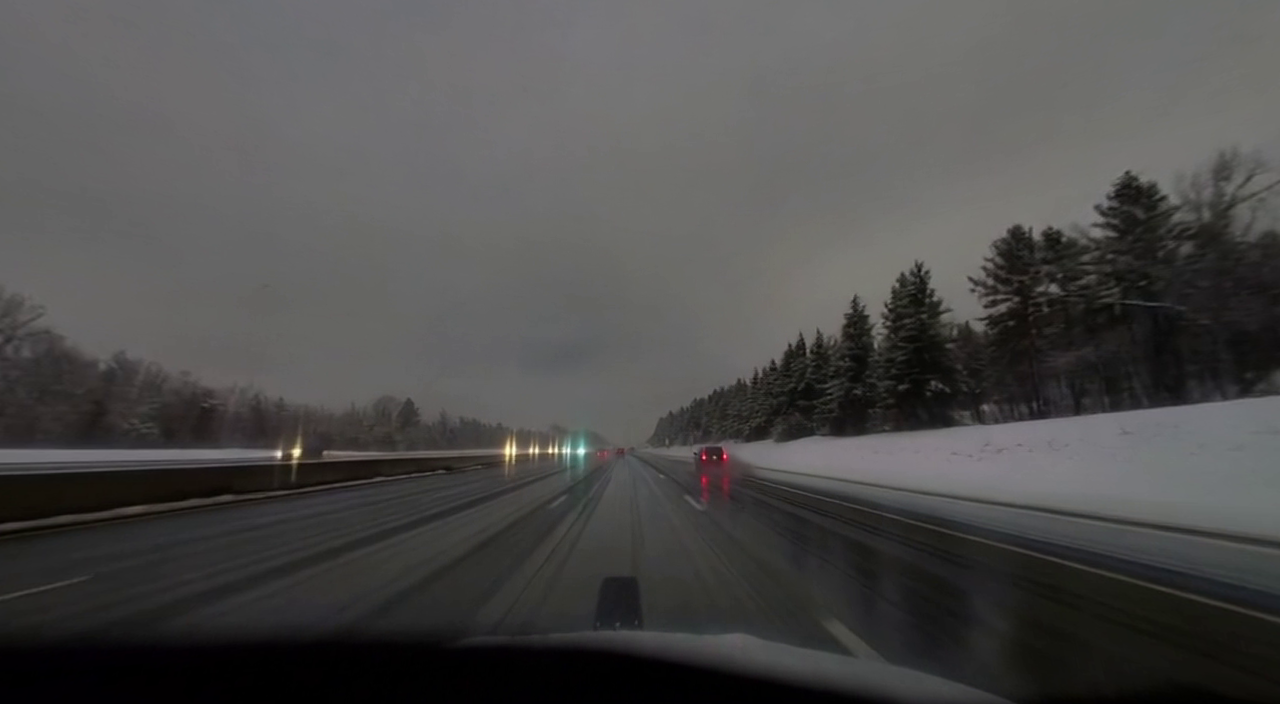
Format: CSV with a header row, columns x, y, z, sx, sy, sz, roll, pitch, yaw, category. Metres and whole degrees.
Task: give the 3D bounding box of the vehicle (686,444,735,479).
x,y,z,sx,sy,sz,roll,pitch,yaw,category
3.328,5.285,30.365,1.895,1.555,4.030,0,-9,0,vehicle
